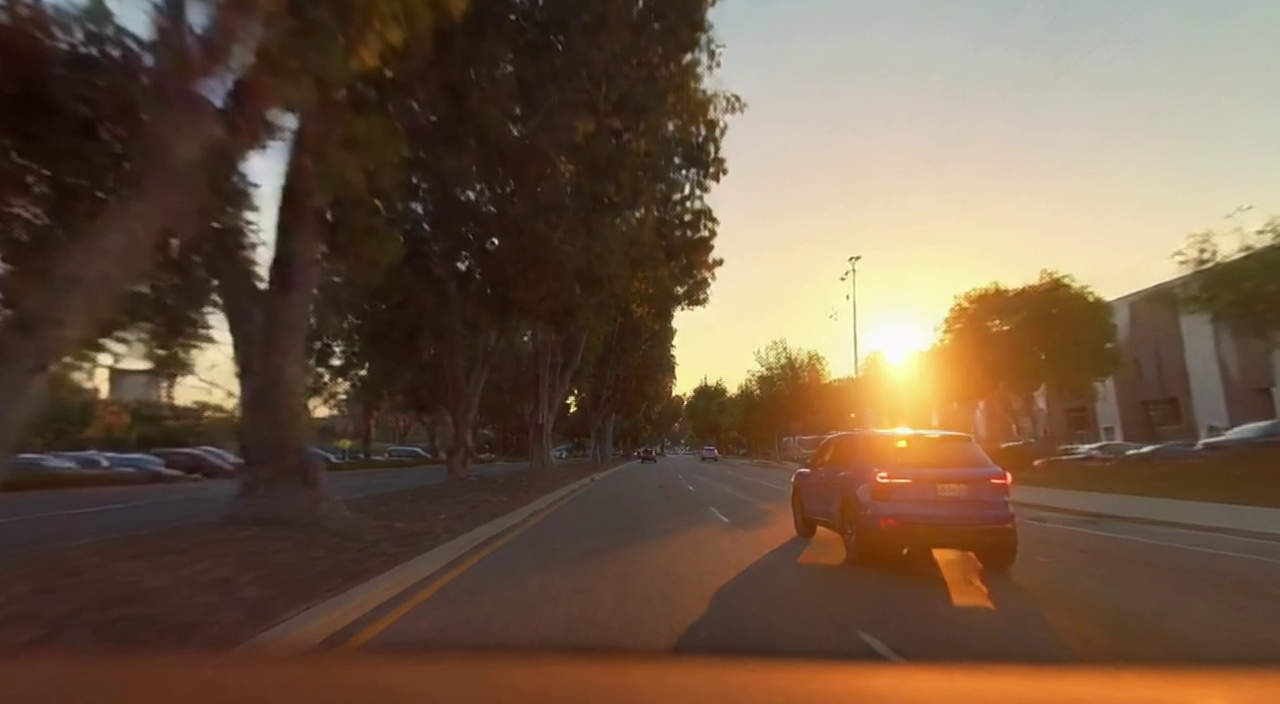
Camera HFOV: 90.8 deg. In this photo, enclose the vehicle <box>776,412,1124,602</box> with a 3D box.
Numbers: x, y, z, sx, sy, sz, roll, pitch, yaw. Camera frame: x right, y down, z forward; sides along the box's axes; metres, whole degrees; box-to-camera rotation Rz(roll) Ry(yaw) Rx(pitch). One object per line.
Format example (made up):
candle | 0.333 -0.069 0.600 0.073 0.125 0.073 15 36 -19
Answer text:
vehicle | 3.220 1.721 7.819 2.060 1.665 4.284 0 -9 -1
